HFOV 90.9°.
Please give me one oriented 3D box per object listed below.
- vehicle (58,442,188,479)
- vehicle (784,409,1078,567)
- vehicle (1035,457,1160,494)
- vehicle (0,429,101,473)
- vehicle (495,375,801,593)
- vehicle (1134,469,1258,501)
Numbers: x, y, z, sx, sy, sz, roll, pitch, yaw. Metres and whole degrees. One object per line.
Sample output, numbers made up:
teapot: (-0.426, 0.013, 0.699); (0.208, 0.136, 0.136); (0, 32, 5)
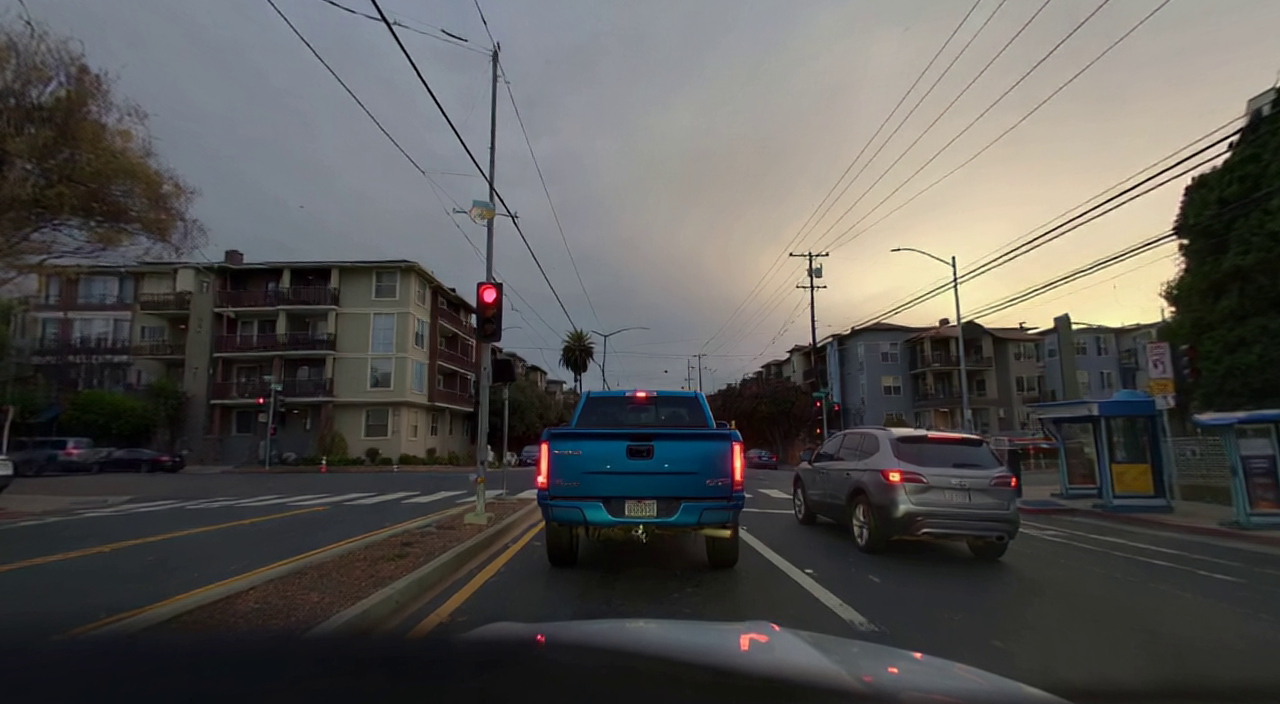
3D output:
vehicle: (-24.818, 5.198, 30.380); (4.563, 1.692, 1.778); (0, -8, -2)
vehicle: (3.836, 1.888, 9.557); (2.131, 1.759, 4.762); (0, -8, -1)
vehicle: (21.830, 5.892, 30.180); (4.498, 1.618, 1.843); (0, -9, 0)
vehicle: (-26.152, 4.155, 26.486); (5.043, 1.766, 1.980); (0, -9, -1)
vehicle: (0.101, 1.560, 8.284); (2.738, 1.959, 5.070); (0, -8, 1)
vehicle: (26.375, 6.290, 29.986); (4.071, 1.388, 1.884); (0, -8, 1)
